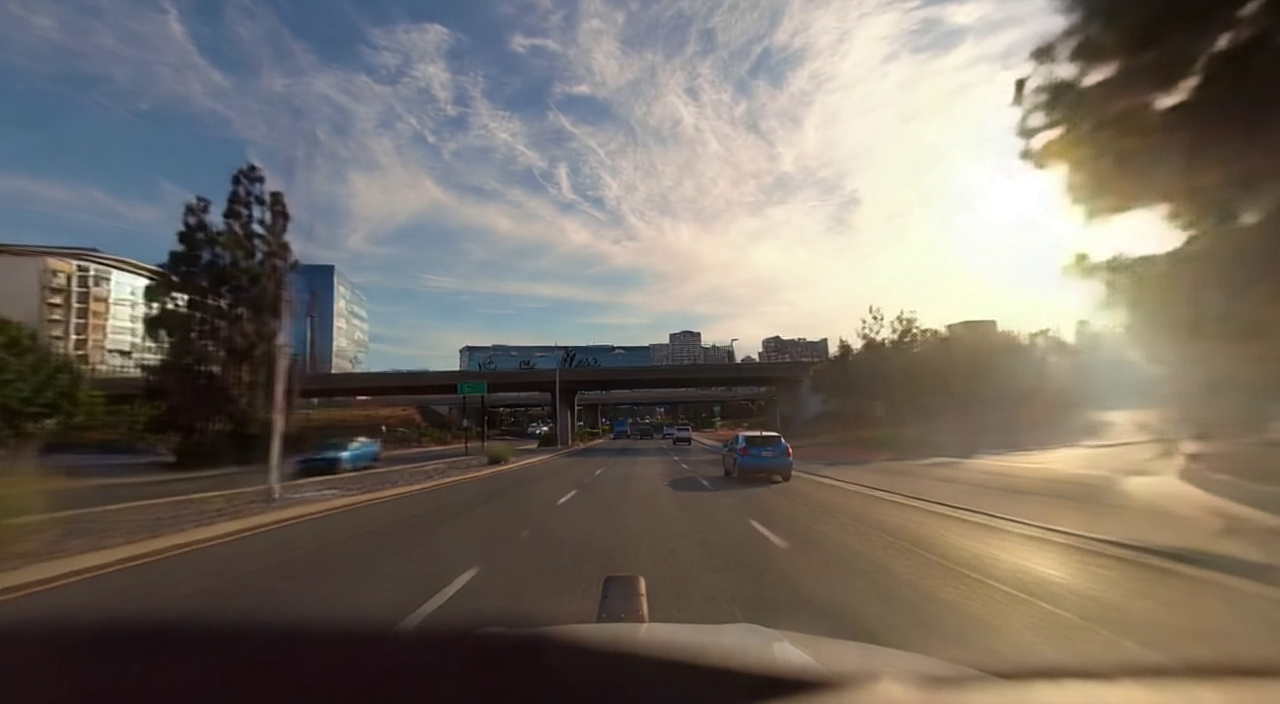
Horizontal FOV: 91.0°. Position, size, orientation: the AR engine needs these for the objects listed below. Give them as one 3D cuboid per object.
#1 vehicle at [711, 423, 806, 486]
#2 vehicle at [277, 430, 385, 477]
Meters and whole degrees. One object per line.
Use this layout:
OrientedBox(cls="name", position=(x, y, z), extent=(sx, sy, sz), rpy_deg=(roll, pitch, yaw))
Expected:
OrientedBox(cls="vehicle", position=(3.569, 3.187, 19.849), extent=(2.110, 1.712, 4.489), rpy_deg=(0, -8, 0))
OrientedBox(cls="vehicle", position=(-12.249, 4.042, 25.337), extent=(1.976, 1.694, 4.453), rpy_deg=(0, -8, 2))
